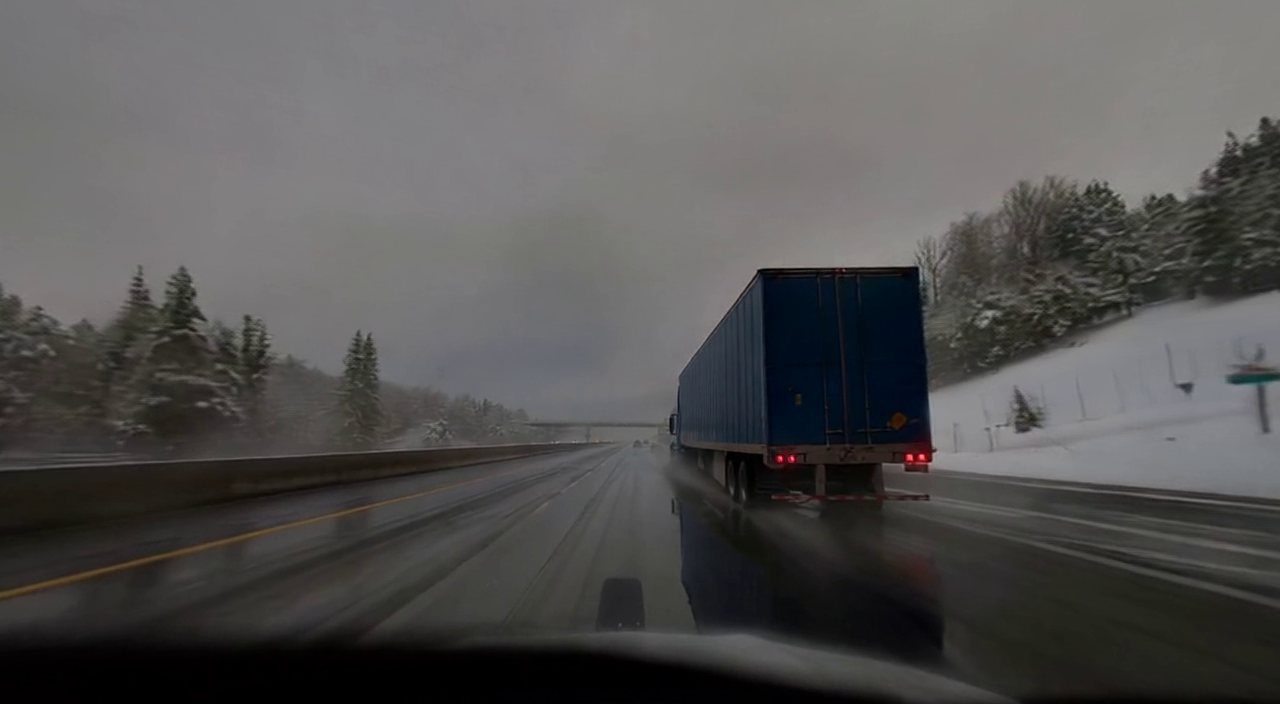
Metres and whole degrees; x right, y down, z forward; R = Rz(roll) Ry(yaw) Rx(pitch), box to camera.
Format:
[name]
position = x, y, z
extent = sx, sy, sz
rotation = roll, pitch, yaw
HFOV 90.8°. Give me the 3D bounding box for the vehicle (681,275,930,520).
[vehicle]
position = 3.281, 1.959, 18.879
extent = 2.743, 4.160, 16.408
rotation = 0, -9, -1
